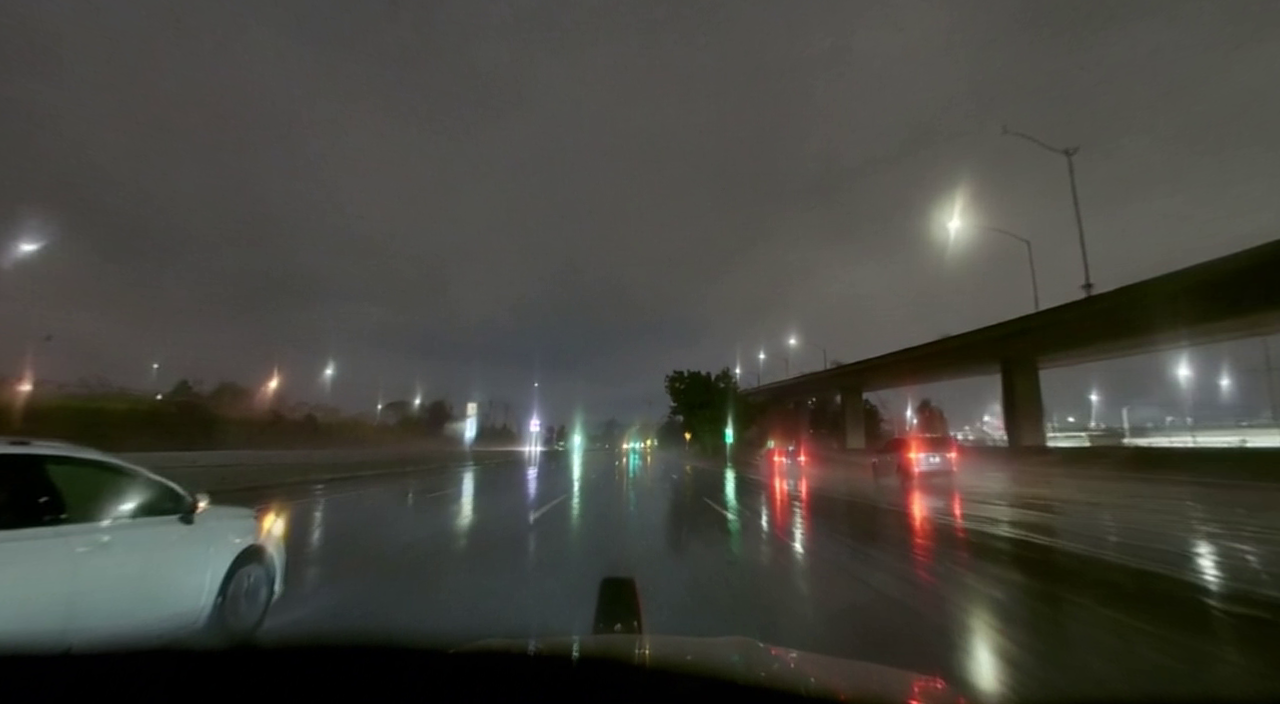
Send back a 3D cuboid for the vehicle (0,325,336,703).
[{"bbox_3d":[-3.337,0.805,2.463,2.178,1.699,4.321,0,-8,-1],"label":"vehicle"}]
